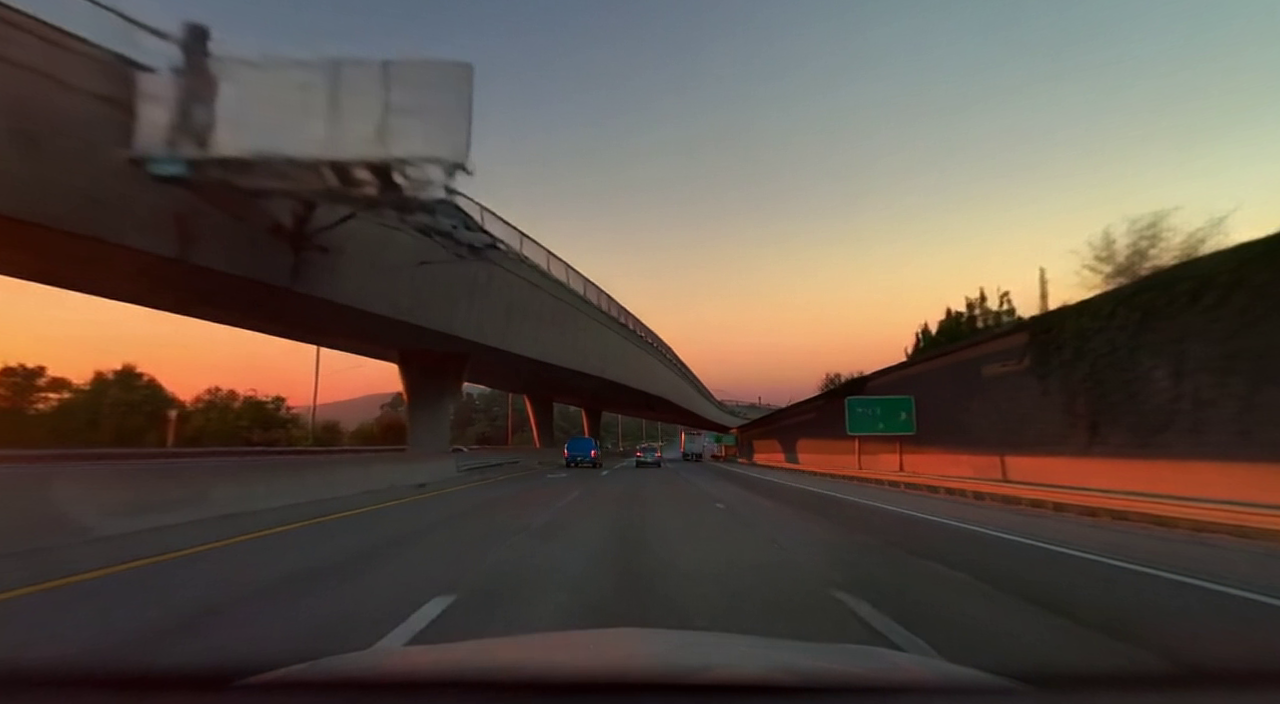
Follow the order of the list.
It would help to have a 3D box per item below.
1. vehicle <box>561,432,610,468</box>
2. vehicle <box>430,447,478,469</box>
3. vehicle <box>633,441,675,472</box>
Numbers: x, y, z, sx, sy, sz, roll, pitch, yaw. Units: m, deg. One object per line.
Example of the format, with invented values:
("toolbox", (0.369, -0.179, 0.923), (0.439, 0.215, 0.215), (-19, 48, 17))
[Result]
("vehicle", (-3.060, 5.666, 36.556), (2.264, 1.901, 4.647), (0, -9, 2))
("vehicle", (-13.496, 7.667, 45.885), (1.911, 1.499, 4.586), (-1, -9, 3))
("vehicle", (0.749, 5.599, 33.851), (2.086, 1.548, 4.325), (0, -9, 1))
